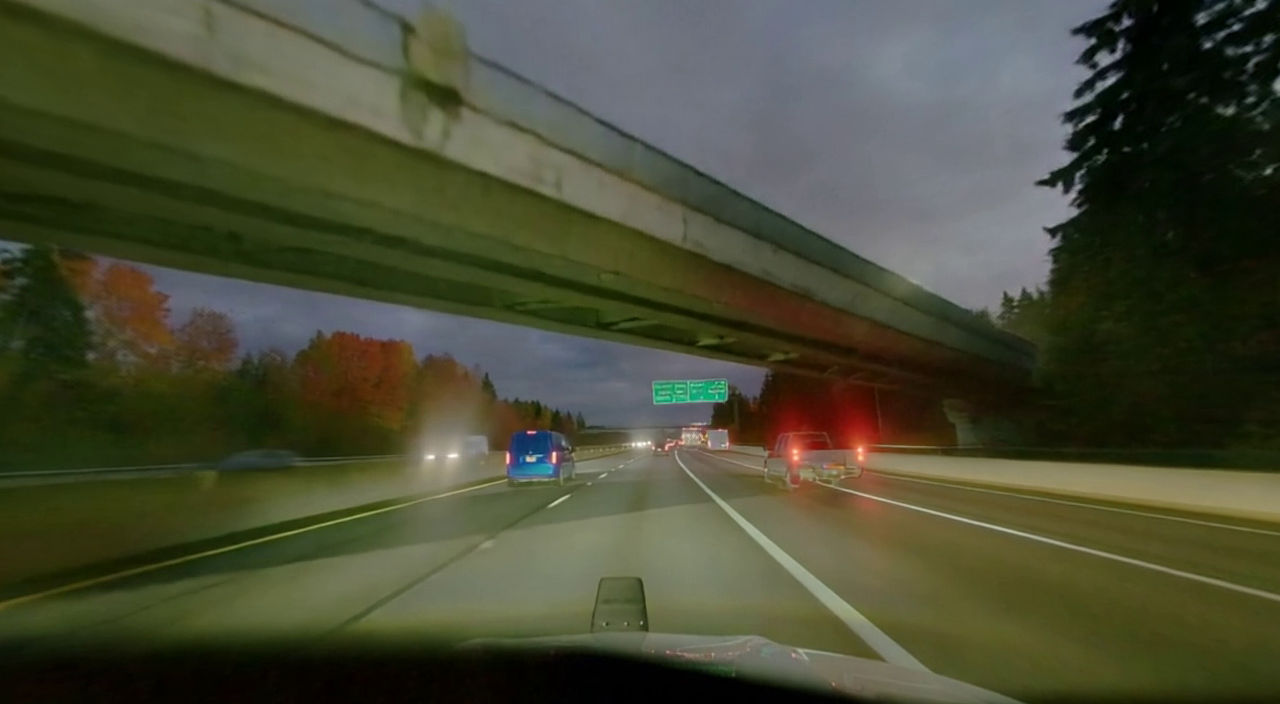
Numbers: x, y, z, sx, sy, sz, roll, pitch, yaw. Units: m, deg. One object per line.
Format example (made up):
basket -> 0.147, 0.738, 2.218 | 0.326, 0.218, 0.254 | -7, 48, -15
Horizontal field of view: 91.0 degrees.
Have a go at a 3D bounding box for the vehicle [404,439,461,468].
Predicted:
vehicle -> -14.775, 7.263, 45.114 | 2.177, 1.939, 4.990 | -1, -8, 3

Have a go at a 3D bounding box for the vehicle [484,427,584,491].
vehicle -> -3.105, 3.246, 19.444 | 2.177, 1.707, 4.432 | 0, -8, 2

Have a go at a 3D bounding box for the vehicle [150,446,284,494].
vehicle -> -15.977, 4.450, 24.087 | 1.919, 1.613, 4.379 | -1, -8, 2
